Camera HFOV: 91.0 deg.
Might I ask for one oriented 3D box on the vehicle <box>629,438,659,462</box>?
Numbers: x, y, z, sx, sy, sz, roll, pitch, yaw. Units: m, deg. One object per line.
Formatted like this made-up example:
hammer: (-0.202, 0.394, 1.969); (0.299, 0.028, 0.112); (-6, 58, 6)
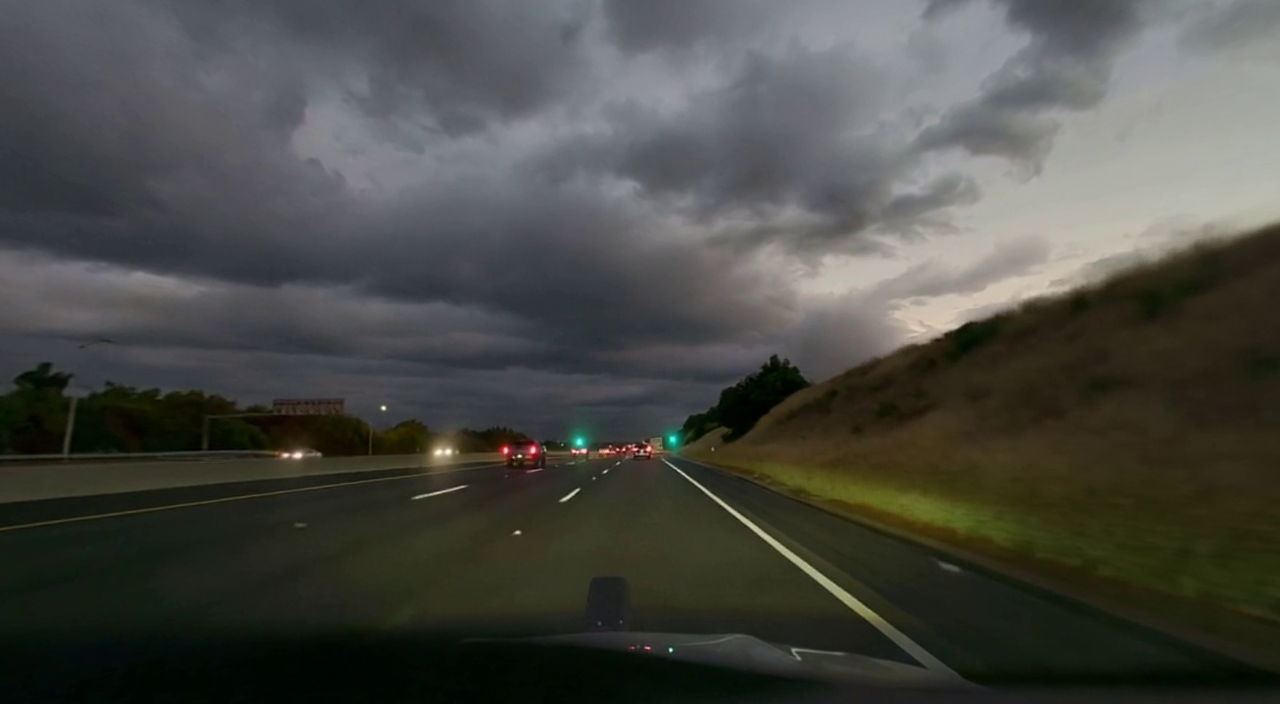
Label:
vehicle: (0.260, 7.416, 47.720); (2.141, 1.706, 4.065); (0, -8, -1)

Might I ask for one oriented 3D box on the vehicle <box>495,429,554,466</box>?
vehicle: (-6.692, 5.655, 37.303); (2.438, 1.967, 5.596); (0, -8, 0)
